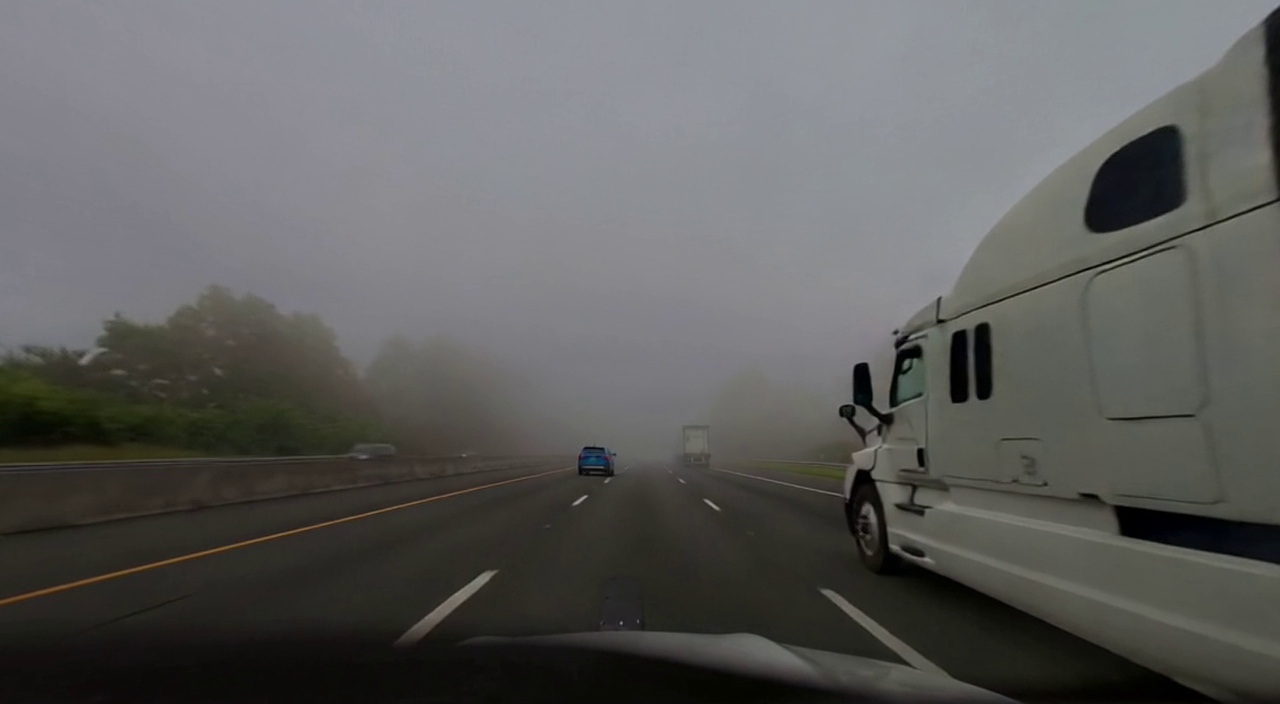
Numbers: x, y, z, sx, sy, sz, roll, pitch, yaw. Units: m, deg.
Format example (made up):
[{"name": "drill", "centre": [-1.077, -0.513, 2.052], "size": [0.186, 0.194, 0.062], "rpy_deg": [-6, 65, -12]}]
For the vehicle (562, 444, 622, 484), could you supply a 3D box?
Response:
[{"name": "vehicle", "centre": [-2.087, 5.104, 29.066], "size": [2.297, 1.683, 4.385], "rpy_deg": [0, -9, 2]}]

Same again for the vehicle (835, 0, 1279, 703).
[{"name": "vehicle", "centre": [4.172, 0.152, 5.284], "size": [3.014, 3.921, 6.052], "rpy_deg": [0, -9, 0]}]
